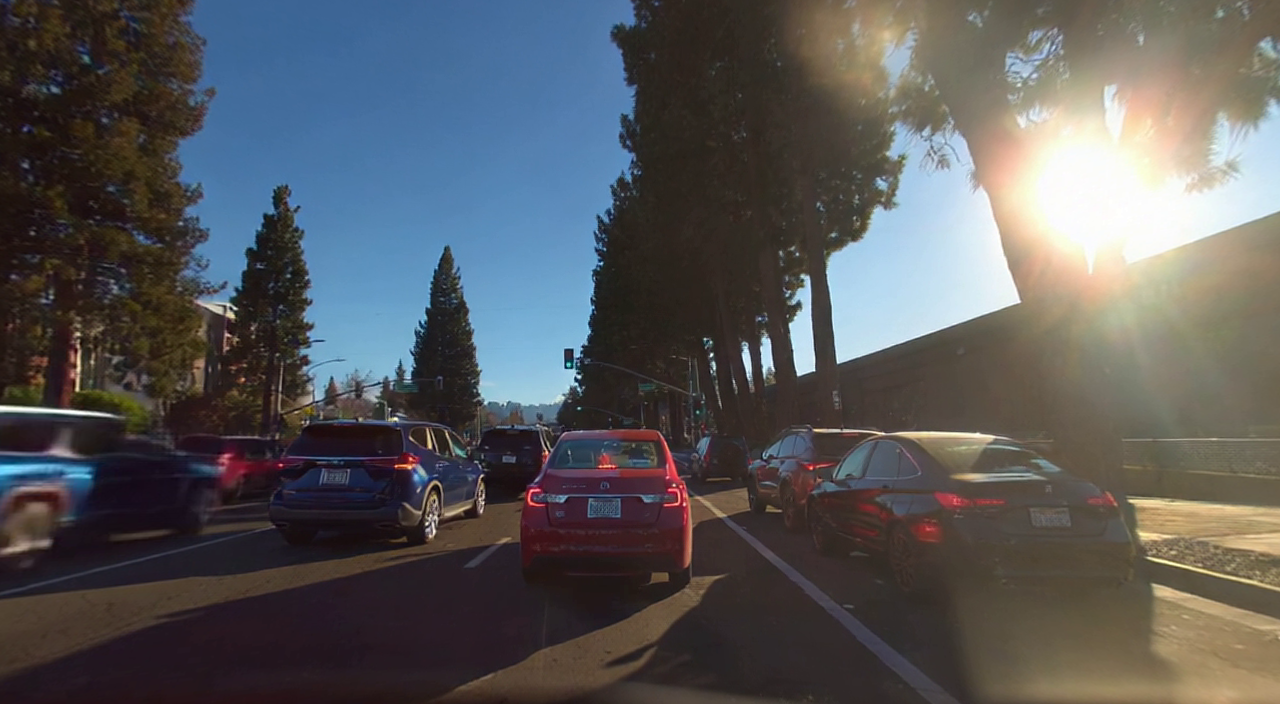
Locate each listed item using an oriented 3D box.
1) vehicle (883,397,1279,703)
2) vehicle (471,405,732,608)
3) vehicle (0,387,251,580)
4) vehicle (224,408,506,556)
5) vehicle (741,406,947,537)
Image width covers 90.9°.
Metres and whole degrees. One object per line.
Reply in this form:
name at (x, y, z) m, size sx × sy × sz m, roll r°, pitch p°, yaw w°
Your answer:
vehicle at (3.237, 1.071, 3.377) m, size 2.045 × 1.459 × 4.462 m, roll 0°, pitch -8°, yaw -1°
vehicle at (-0.357, 1.588, 7.425) m, size 2.114 × 1.631 × 4.459 m, roll 0°, pitch -8°, yaw -1°
vehicle at (-7.104, 1.427, 7.186) m, size 2.066 × 1.814 × 5.097 m, roll 0°, pitch -8°, yaw 0°
vehicle at (-3.767, 1.887, 9.888) m, size 2.141 × 1.718 × 4.809 m, roll 0°, pitch -8°, yaw 1°
vehicle at (3.335, 2.085, 11.538) m, size 2.117 × 1.879 × 4.715 m, roll 0°, pitch -8°, yaw -1°
